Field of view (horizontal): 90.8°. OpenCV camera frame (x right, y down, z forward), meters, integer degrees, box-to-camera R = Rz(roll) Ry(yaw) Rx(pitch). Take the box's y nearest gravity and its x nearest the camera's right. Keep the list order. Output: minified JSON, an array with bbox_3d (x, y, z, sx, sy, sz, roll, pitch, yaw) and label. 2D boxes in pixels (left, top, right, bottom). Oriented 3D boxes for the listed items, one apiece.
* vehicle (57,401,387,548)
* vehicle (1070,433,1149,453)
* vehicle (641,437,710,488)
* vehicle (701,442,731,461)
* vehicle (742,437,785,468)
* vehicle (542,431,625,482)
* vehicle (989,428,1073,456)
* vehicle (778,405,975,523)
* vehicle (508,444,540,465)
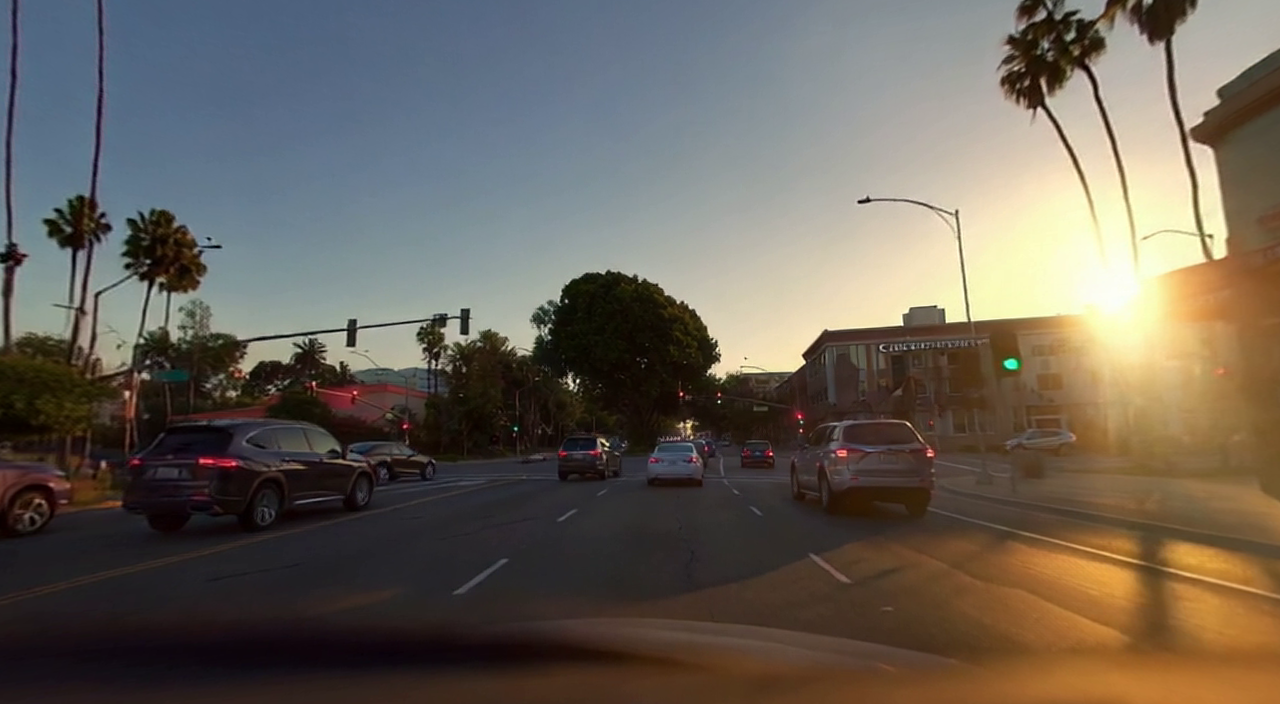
[{"bbox_3d":[-6.429,1.940,10.639,2.127,1.888,4.637,-1,-8,4],"label":"vehicle"},{"bbox_3d":[36.914,7.160,49.815,4.517,1.491,1.858,-2,-9,12],"label":"vehicle"},{"bbox_3d":[1.256,3.598,20.859,2.057,1.492,3.825,-1,-8,6],"label":"vehicle"},{"bbox_3d":[5.887,7.679,48.710,1.956,1.369,3.686,-2,-9,12],"label":"vehicle"},{"bbox_3d":[6.702,5.476,34.597,2.149,1.532,4.168,-2,-8,9],"label":"vehicle"},{"bbox_3d":[-2.060,4.044,24.693,2.088,1.746,4.650,-2,-9,10],"label":"vehicle"},{"bbox_3d":[27.786,6.414,45.052,4.557,1.848,2.008,-2,-9,11],"label":"vehicle"},{"bbox_3d":[4.467,2.225,13.048,2.267,1.931,5.145,-1,-8,3],"label":"vehicle"},{"bbox_3d":[-8.490,7.397,45.806,1.918,1.443,4.612,2,-9,-14],"label":"vehicle"}]
